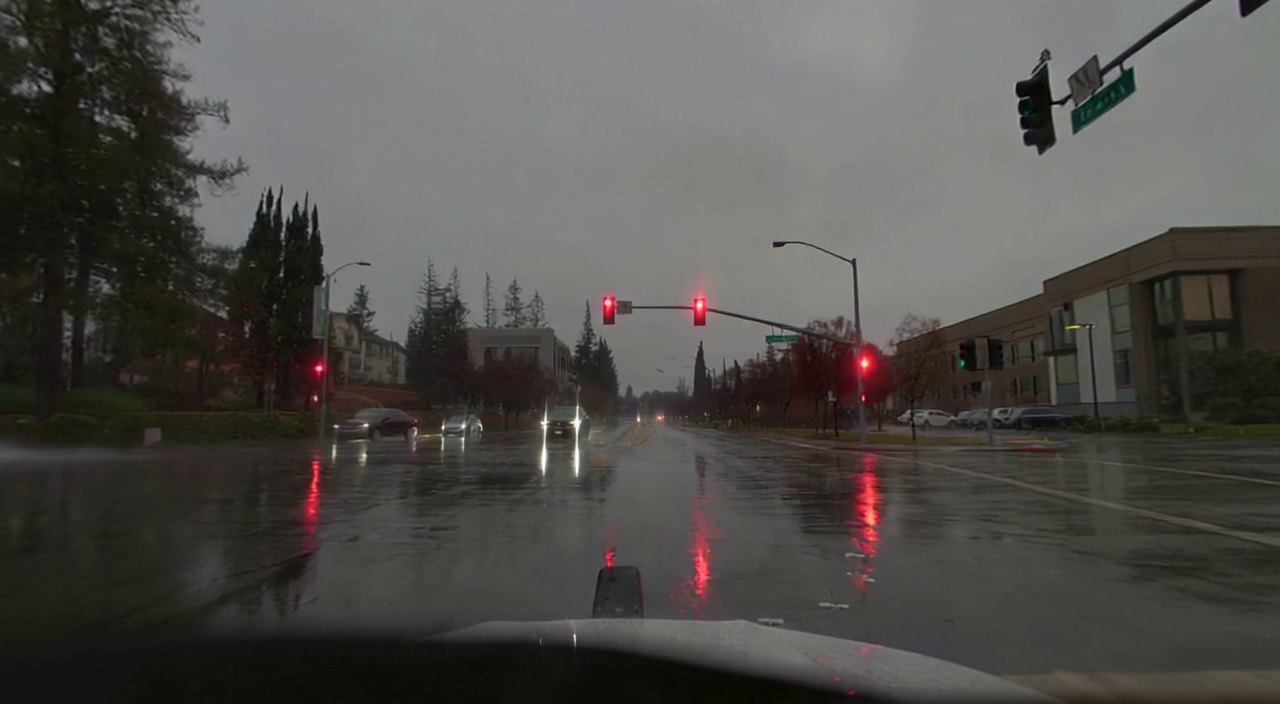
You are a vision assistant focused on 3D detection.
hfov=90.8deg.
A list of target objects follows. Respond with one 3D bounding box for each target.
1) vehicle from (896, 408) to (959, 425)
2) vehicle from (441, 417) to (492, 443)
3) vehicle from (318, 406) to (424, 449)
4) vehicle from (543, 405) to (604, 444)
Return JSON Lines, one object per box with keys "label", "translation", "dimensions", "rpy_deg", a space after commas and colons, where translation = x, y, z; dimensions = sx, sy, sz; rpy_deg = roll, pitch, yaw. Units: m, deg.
{"label": "vehicle", "translation": [22.005, 4.942, 48.439], "dimensions": [3.933, 1.219, 1.700], "rpy_deg": [-1, -9, 3]}
{"label": "vehicle", "translation": [-11.234, 5.122, 41.135], "dimensions": [1.899, 1.510, 4.294], "rpy_deg": [-1, -8, 3]}
{"label": "vehicle", "translation": [-12.866, 3.730, 30.680], "dimensions": [2.340, 1.902, 4.920], "rpy_deg": [-2, -9, 10]}
{"label": "vehicle", "translation": [-3.446, 3.967, 33.845], "dimensions": [2.306, 1.907, 5.382], "rpy_deg": [-1, -8, 4]}
